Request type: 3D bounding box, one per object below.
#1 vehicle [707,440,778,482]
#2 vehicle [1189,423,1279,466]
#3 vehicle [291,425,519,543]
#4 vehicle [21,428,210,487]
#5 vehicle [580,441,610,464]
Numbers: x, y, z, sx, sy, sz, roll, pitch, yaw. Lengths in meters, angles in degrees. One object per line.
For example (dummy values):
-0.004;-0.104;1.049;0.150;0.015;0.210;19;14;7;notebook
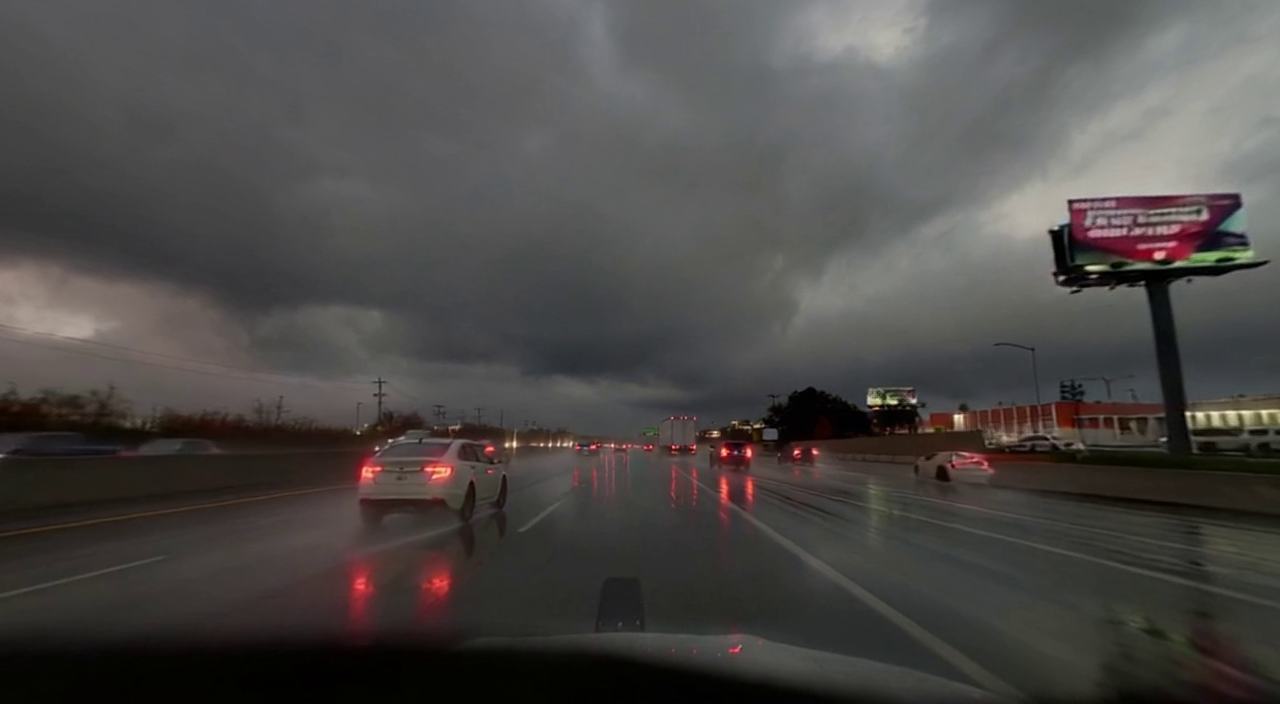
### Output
4.117;4.461;26.069;2.135;1.532;4.506;1;-9;-1;vehicle
36.265;5.441;36.917;5.729;2.378;2.285;0;-9;2;vehicle
-3.478;2.049;10.381;2.008;1.504;4.264;0;-9;1;vehicle
-16.197;3.293;19.850;2.010;1.624;4.481;1;-9;0;vehicle
-3.333;7.608;47.732;2.001;1.577;4.055;1;-9;0;vehicle
